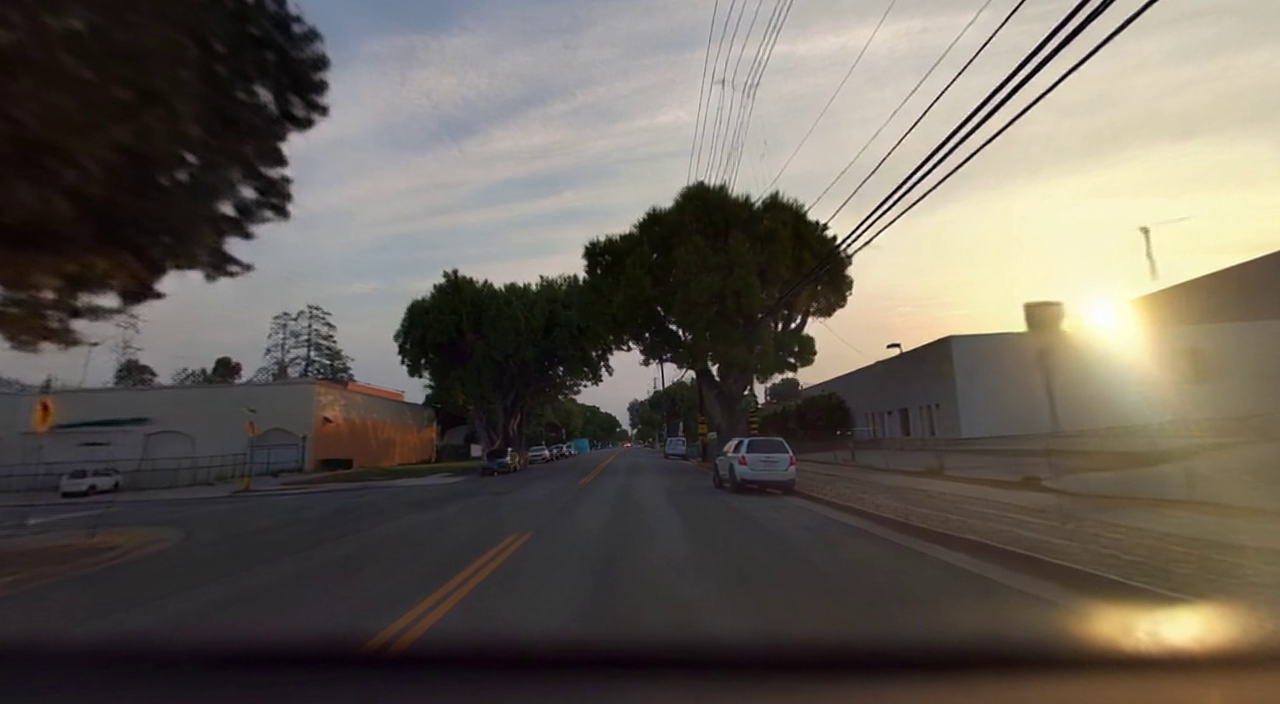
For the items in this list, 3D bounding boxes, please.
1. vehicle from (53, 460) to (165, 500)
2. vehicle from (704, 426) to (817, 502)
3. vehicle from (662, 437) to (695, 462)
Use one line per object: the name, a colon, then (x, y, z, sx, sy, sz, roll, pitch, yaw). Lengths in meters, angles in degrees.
vehicle: (-25.837, 6.211, 30.971, 1.803, 1.469, 4.240, -2, -6, 1)
vehicle: (3.170, 3.080, 17.859, 2.138, 1.820, 5.218, 0, -8, 0)
vehicle: (2.977, 7.620, 49.449, 2.120, 1.869, 4.773, 0, -8, -2)
